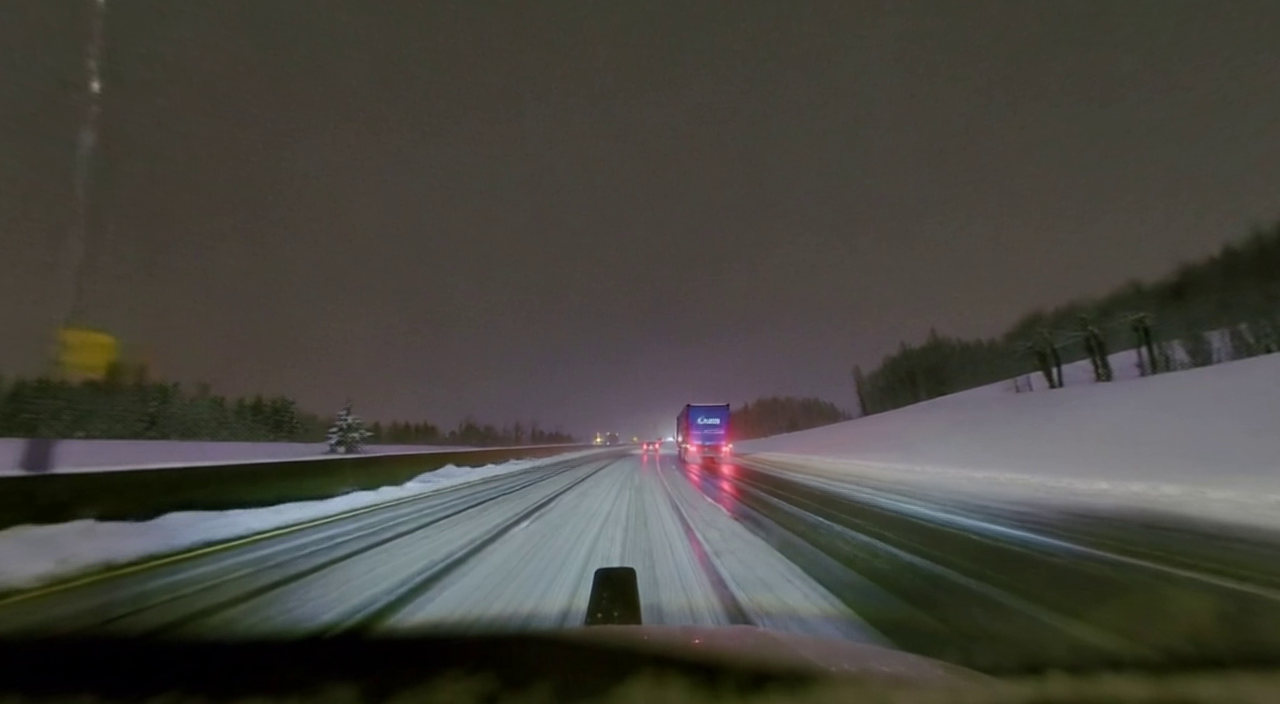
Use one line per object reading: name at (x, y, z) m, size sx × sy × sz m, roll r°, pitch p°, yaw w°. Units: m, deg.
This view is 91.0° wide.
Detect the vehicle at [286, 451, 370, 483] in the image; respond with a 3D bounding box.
vehicle at (-16.785, 6.173, 34.154) m, size 2.105 × 1.492 × 4.603 m, roll -1°, pitch -8°, yaw 1°

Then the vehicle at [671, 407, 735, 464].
vehicle at (4.244, 6.068, 45.416) m, size 3.306 × 3.531 × 11.717 m, roll 0°, pitch -8°, yaw 0°
